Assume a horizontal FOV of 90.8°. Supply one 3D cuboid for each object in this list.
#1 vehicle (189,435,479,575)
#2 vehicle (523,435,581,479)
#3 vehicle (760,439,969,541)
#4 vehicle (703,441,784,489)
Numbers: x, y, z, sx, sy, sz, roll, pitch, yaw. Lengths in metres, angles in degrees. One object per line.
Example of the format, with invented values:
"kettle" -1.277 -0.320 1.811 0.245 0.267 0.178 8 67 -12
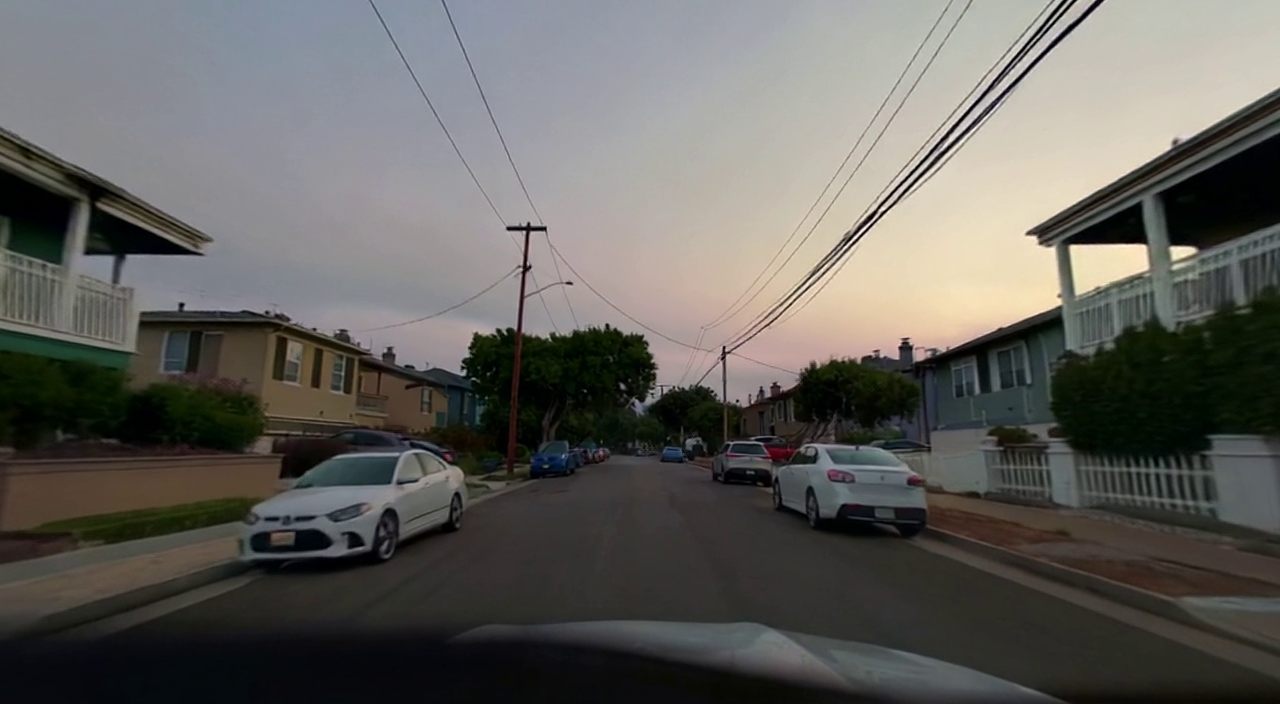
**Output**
"vehicle" -3.825 1.961 9.009 1.971 1.460 4.523 0 -8 -2
"vehicle" -4.023 4.899 29.798 2.057 1.887 5.053 0 -8 0
"vehicle" 3.704 2.344 11.521 1.862 1.452 4.737 0 -9 -3
"vehicle" 3.532 3.957 22.486 2.019 1.536 4.405 0 -9 -2
